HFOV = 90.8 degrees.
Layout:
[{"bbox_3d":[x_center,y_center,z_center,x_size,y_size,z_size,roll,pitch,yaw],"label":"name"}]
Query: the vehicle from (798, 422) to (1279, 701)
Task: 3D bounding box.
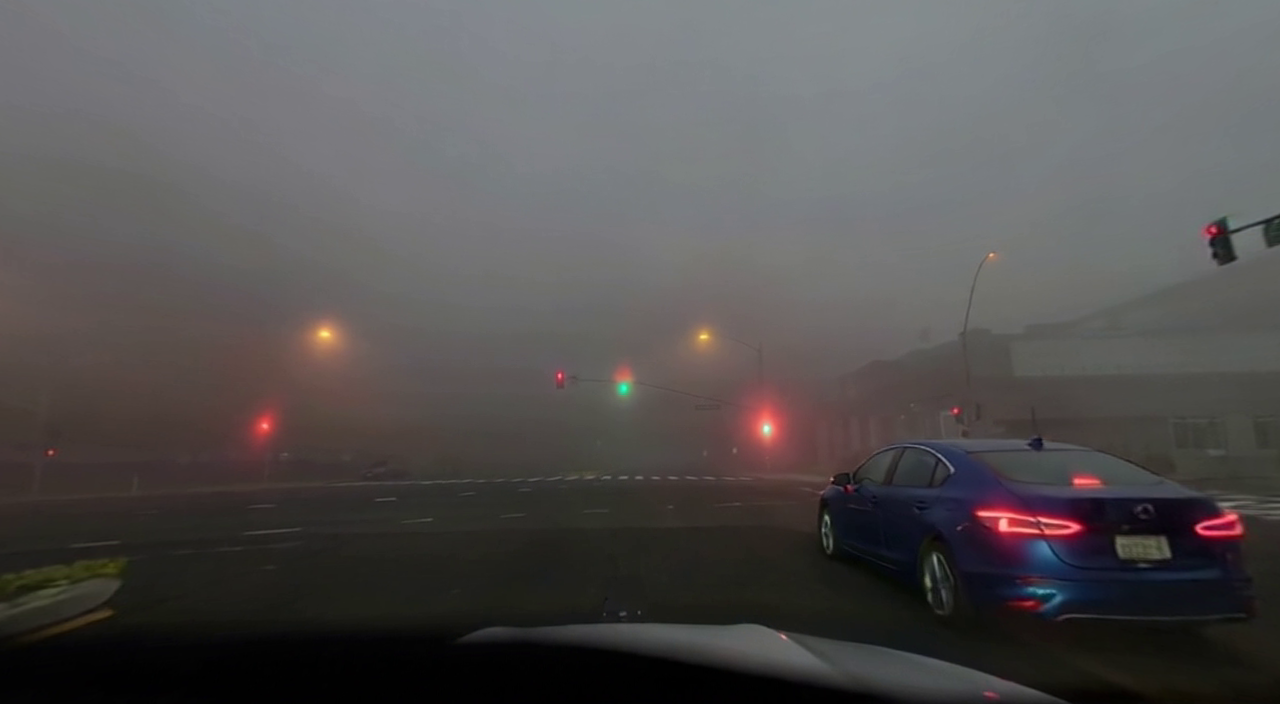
[{"bbox_3d":[3.196,1.530,5.989,2.089,1.539,4.767,0,-9,-1],"label":"vehicle"}]
